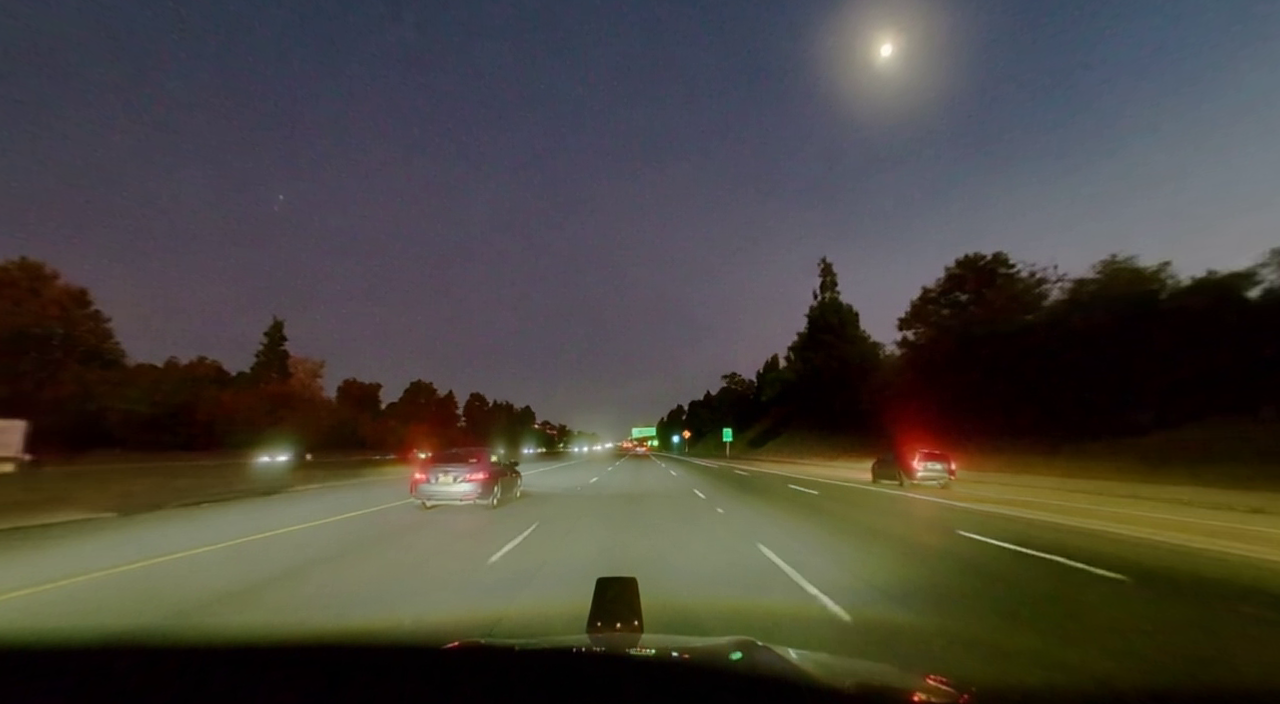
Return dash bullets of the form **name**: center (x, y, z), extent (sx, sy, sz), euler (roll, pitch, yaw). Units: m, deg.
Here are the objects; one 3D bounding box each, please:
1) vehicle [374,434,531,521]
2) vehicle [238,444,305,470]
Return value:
- **vehicle**: center (-3.759, 2.586, 13.604), extent (2.050, 1.547, 4.266), euler (0, -8, 0)
- **vehicle**: center (-28.473, 8.129, 49.017), extent (2.147, 1.897, 5.048), euler (0, -8, 0)
